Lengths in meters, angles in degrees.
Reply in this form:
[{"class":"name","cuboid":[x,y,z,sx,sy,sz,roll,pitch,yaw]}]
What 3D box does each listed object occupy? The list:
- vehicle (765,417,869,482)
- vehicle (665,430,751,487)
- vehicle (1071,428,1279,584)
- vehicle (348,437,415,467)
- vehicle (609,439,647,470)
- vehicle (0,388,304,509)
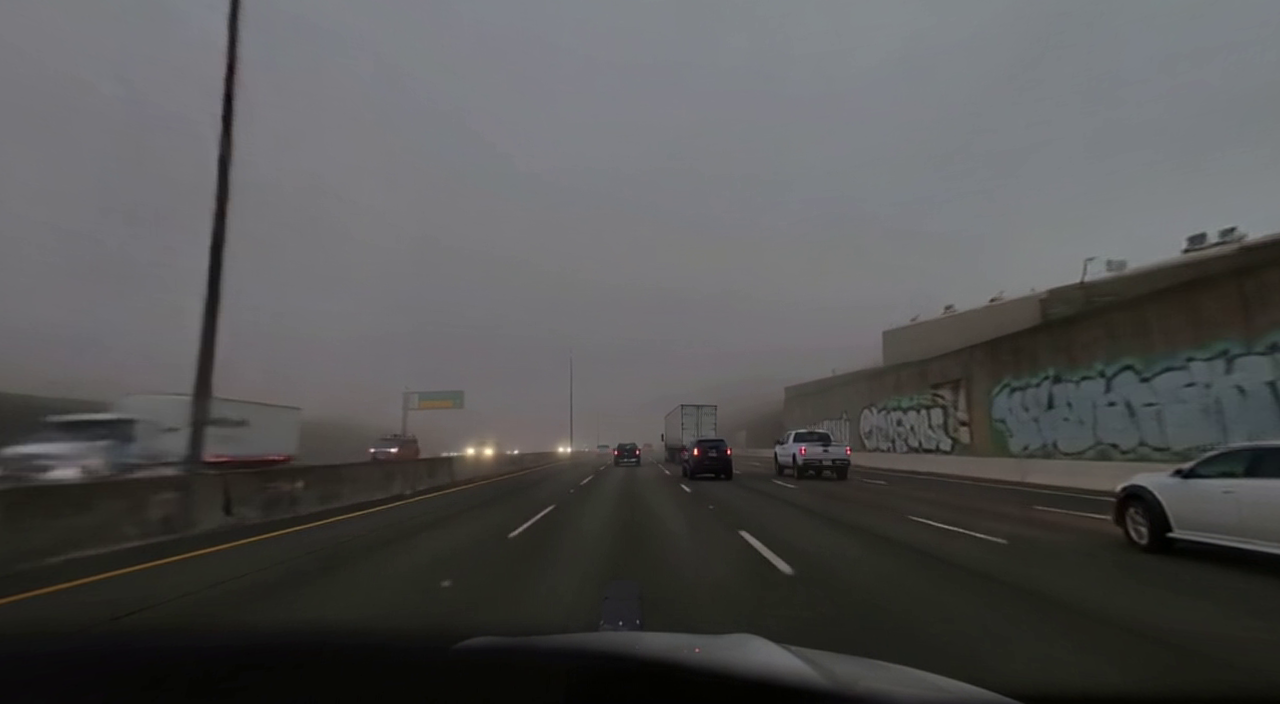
[{"class":"vehicle","cuboid":[7.086,4.042,26.290,2.322,2.360,6.433,0,-9,-1]},{"class":"vehicle","cuboid":[2.317,3.848,23.129,2.249,1.843,5.176,0,-9,-4]},{"class":"vehicle","cuboid":[7.083,1.543,6.497,1.915,1.476,4.677,0,-9,-1]},{"class":"vehicle","cuboid":[-17.457,6.769,43.018,2.272,1.893,5.579,0,-9,-1]},{"class":"vehicle","cuboid":[-0.711,5.931,36.683,2.073,1.640,3.990,0,-9,-1]},{"class":"vehicle","cuboid":[-13.893,2.906,19.109,2.889,2.851,8.281,0,-9,0]}]
